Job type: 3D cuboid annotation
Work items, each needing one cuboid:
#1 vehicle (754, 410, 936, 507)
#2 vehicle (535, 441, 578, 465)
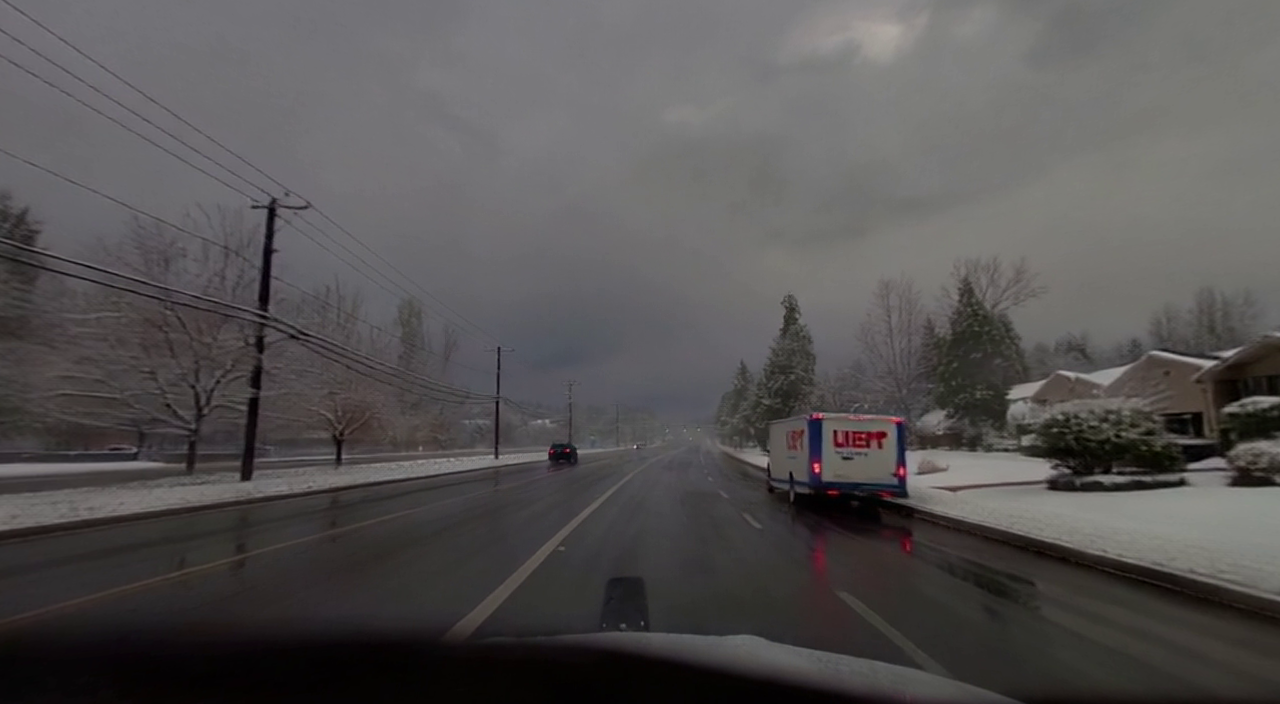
[{"bbox_3d":[4.888,2.711,16.583,2.695,2.013,6.661,0,-8,1],"label":"vehicle"},{"bbox_3d":[-5.307,6.483,40.689,2.060,1.473,4.645,0,-8,2],"label":"vehicle"}]
